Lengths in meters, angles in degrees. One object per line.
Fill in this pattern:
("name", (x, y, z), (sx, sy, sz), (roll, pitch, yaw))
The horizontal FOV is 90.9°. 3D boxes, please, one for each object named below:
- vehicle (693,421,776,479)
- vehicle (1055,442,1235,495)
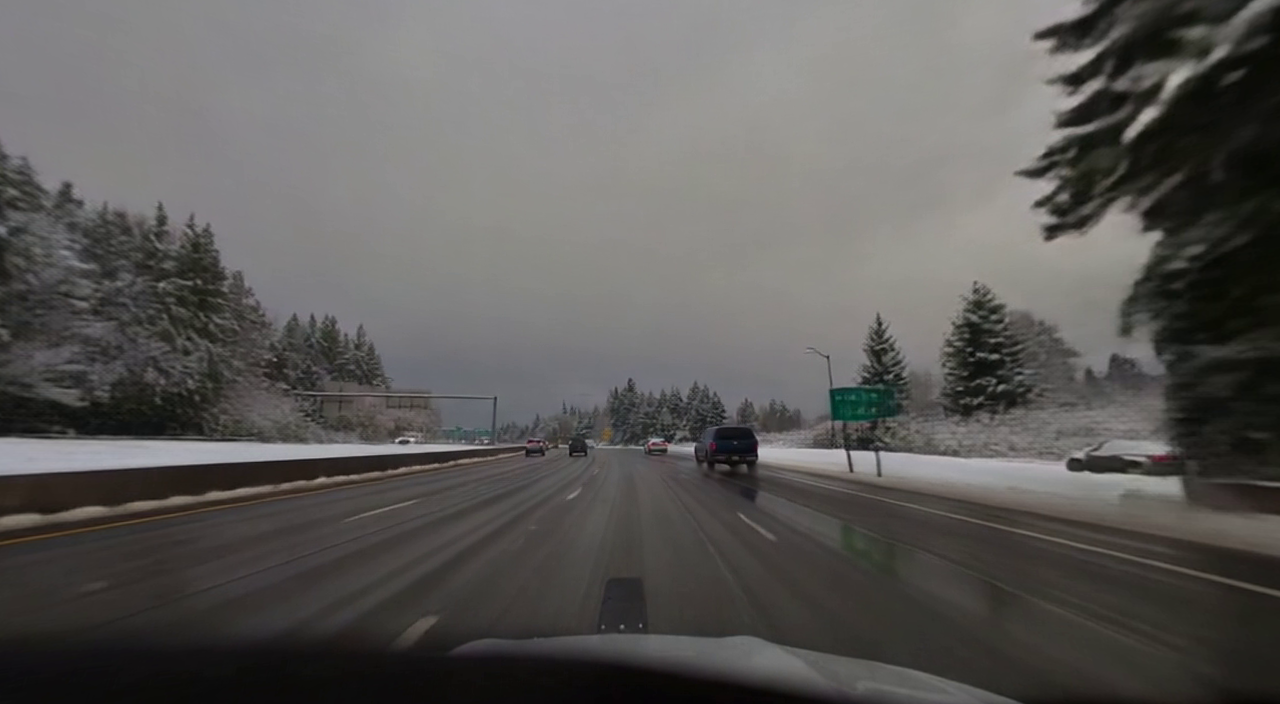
("vehicle", (3.149, 3.403, 21.967), (2.043, 1.795, 4.347), (0, -8, -3))
("vehicle", (17.187, 3.949, 21.876), (2.033, 1.580, 4.752), (1, -8, -6))
